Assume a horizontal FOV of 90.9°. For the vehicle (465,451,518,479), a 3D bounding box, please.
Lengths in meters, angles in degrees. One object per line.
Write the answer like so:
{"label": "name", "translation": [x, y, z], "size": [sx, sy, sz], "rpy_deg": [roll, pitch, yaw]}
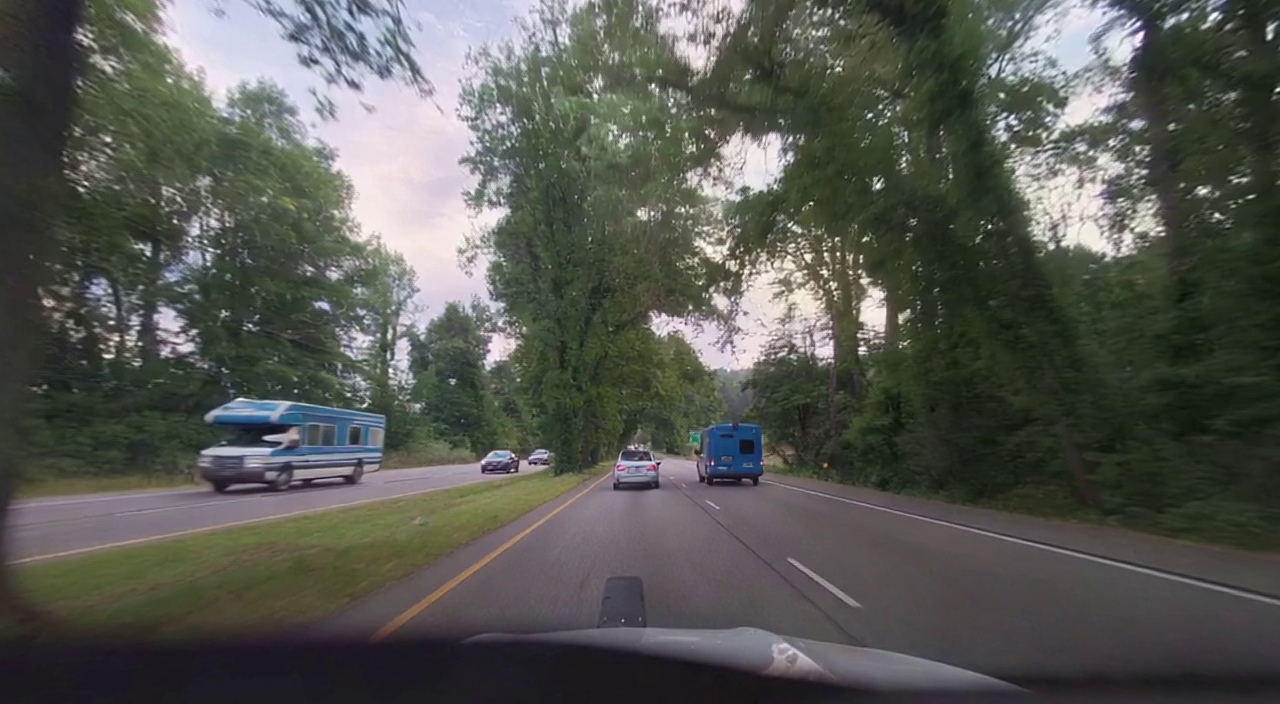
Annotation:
{"label": "vehicle", "translation": [-7.443, 5.683, 31.947], "size": [1.719, 1.342, 3.683], "rpy_deg": [-1, -9, 1]}

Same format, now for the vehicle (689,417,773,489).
{"label": "vehicle", "translation": [3.637, 4.237, 26.588], "size": [2.513, 2.633, 5.930], "rpy_deg": [0, -9, -1]}

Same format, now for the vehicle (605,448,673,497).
{"label": "vehicle", "translation": [-0.033, 3.938, 20.956], "size": [2.037, 1.417, 3.885], "rpy_deg": [0, -9, 0]}

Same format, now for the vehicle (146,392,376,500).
{"label": "vehicle", "translation": [-11.711, 3.098, 20.667], "size": [2.810, 2.856, 7.582], "rpy_deg": [0, -9, 0]}
